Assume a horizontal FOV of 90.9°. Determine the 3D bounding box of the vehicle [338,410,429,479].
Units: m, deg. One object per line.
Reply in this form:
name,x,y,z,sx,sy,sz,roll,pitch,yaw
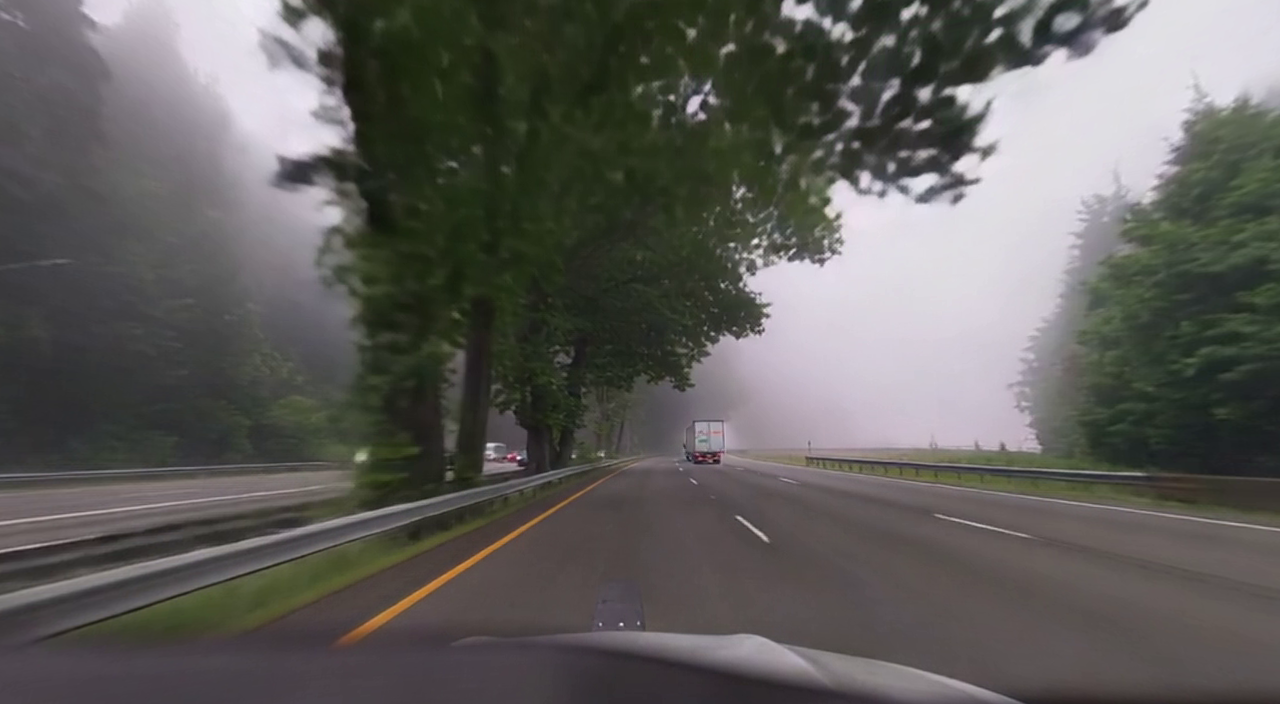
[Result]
vehicle,-15.957,5.868,39.764,2.992,4.002,5.884,0,-9,1
